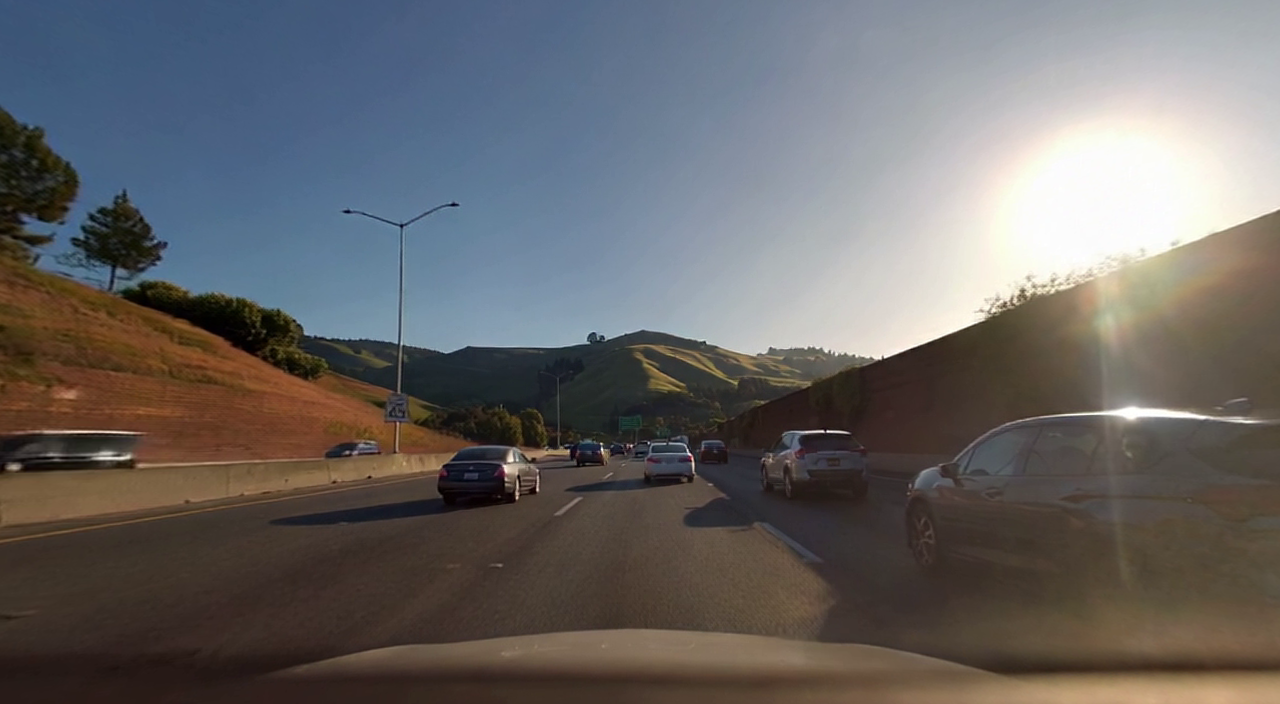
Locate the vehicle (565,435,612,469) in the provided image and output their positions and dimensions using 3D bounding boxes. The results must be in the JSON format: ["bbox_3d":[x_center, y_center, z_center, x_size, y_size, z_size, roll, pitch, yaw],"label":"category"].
[{"bbox_3d":[-2.879,5.736,36.419,2.154,1.793,4.736,0,-8,2],"label":"vehicle"}]

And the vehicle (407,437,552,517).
[{"bbox_3d":[-3.286,2.627,13.893,1.961,1.456,4.362,0,-8,1],"label":"vehicle"}]

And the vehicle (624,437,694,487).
[{"bbox_3d":[0.550,3.562,20.824,2.105,1.471,3.978,0,-8,0],"label":"vehicle"}]

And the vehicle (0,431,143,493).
[{"bbox_3d":[-21.855,3.932,22.995,2.448,1.955,6.132,0,-8,0],"label":"vehicle"}]

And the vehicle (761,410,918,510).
[{"bbox_3d":[4.203,2.358,14.223,1.970,1.872,4.575,0,-8,-1],"label":"vehicle"}]

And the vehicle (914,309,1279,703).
[{"bbox_3d":[3.730,0.937,4.096,1.930,1.831,4.344,0,-8,0],"label":"vehicle"}]

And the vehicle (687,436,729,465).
[{"bbox_3d":[3.720,5.439,35.107,1.855,1.513,3.915,0,-8,-1],"label":"vehicle"}]

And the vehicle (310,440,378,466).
[{"bbox_3d":[-21.506,7.355,46.151,2.205,1.769,5.650,0,-8,0],"label":"vehicle"}]
